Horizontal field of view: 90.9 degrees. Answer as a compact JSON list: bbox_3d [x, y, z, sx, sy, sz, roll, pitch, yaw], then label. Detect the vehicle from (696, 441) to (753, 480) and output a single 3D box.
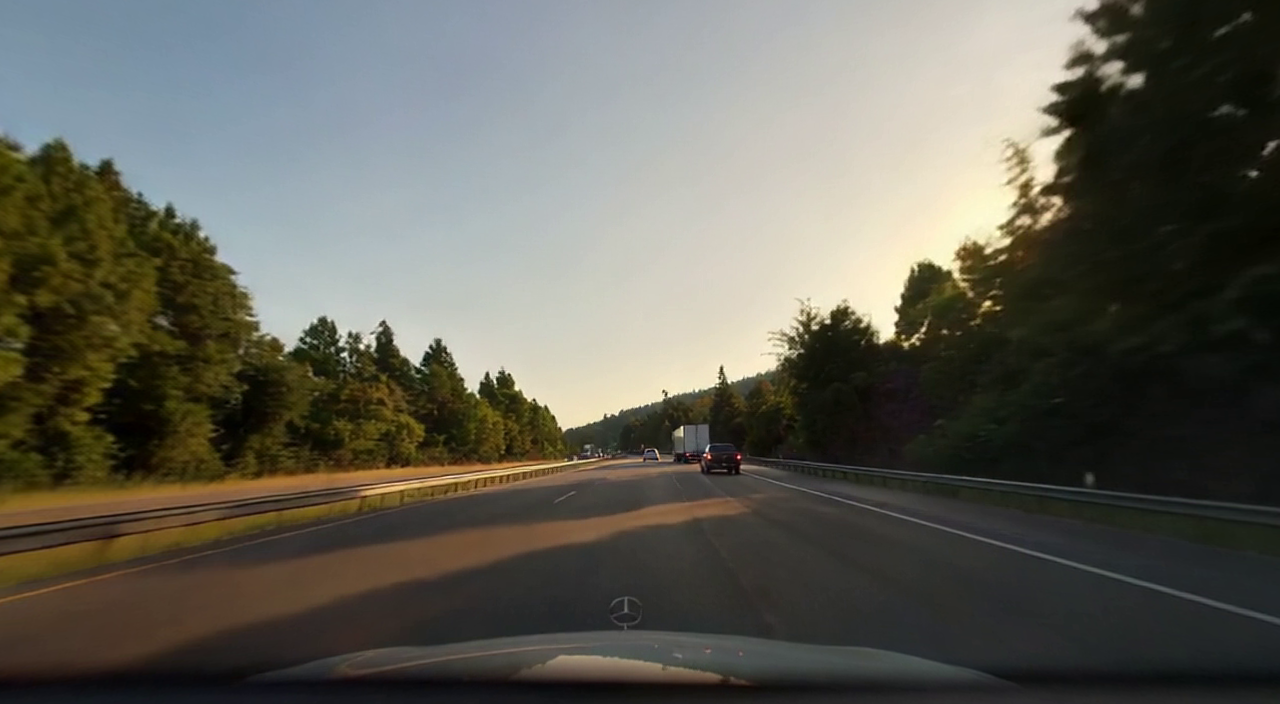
[{"bbox_3d":[3.814,5.021,29.301,2.096,1.653,4.185,0,-9,0],"label":"vehicle"}]
